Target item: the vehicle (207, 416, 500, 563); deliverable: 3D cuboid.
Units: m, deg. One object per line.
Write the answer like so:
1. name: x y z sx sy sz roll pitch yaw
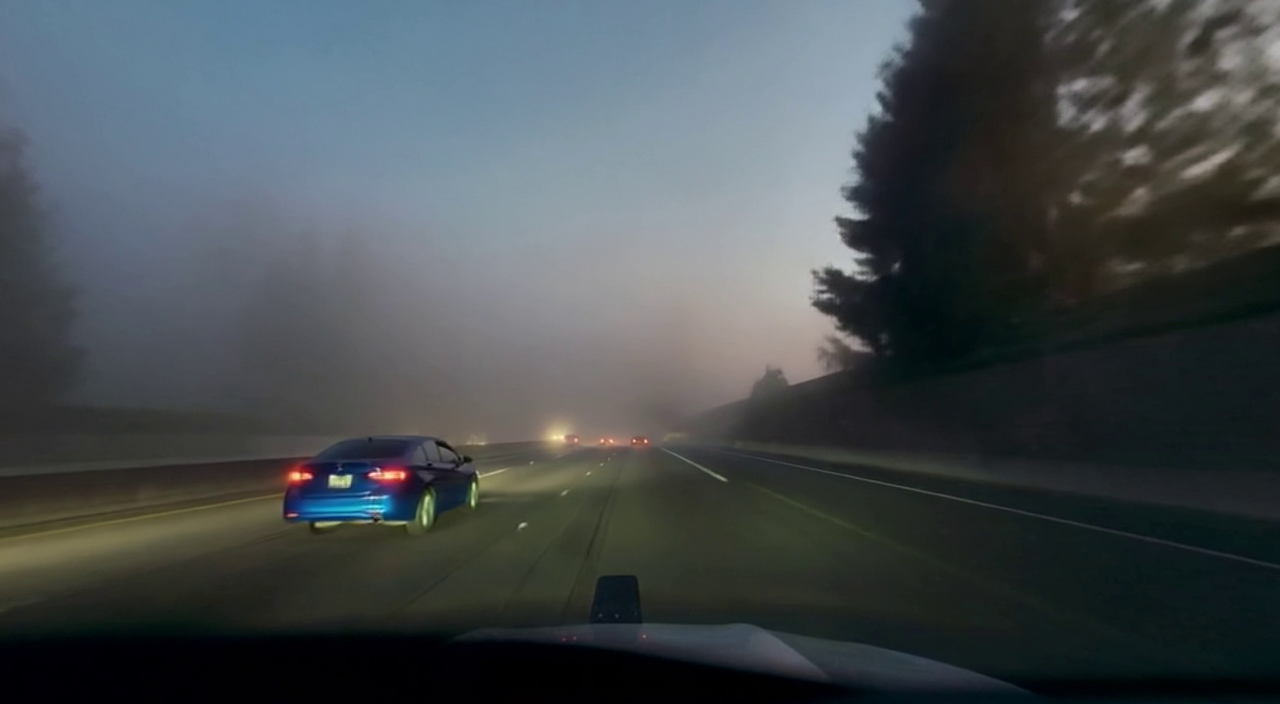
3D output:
1. vehicle: -3.396 1.683 8.477 2.079 1.500 3.881 0 -8 0
